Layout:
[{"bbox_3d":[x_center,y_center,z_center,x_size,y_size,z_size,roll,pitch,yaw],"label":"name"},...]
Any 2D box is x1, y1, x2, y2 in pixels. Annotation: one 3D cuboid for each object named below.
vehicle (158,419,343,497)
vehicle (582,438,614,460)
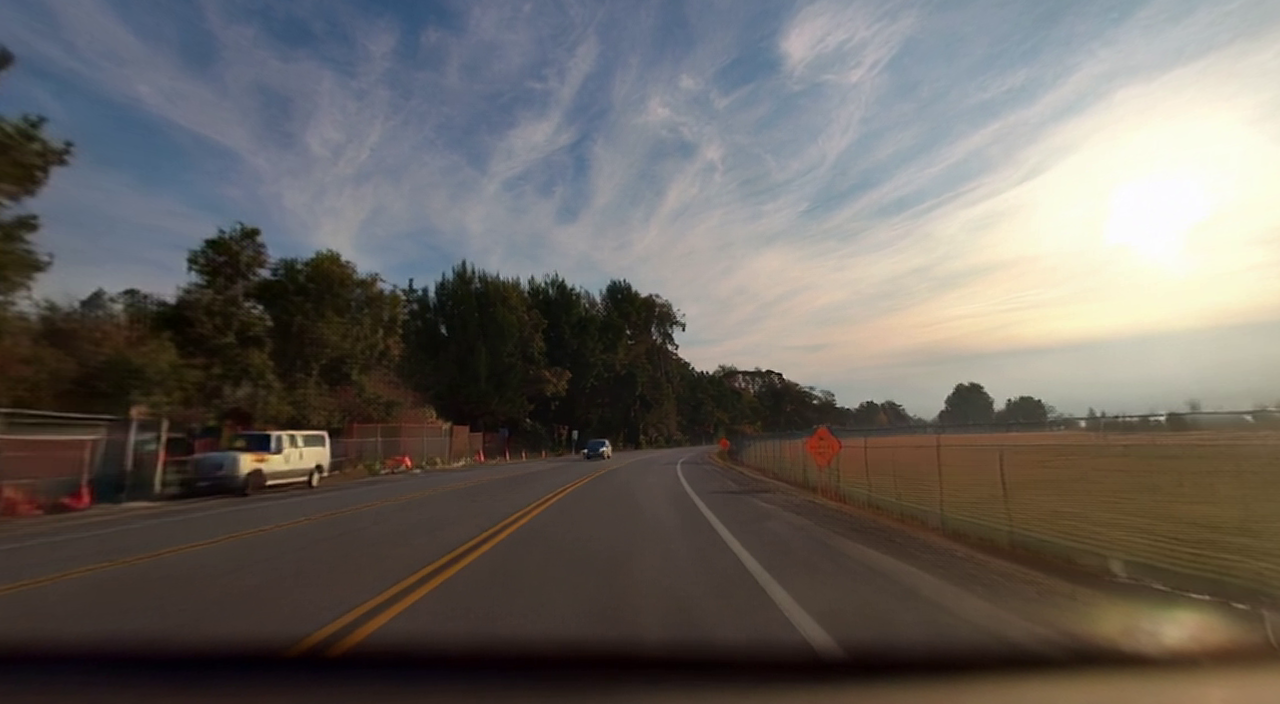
[{"bbox_3d":[-12.056,3.312,20.305,2.244,2.022,6.102,-2,-8,-2],"label":"vehicle"},{"bbox_3d":[-3.009,7.075,46.225,1.737,1.525,3.760,-1,-8,5],"label":"vehicle"}]
